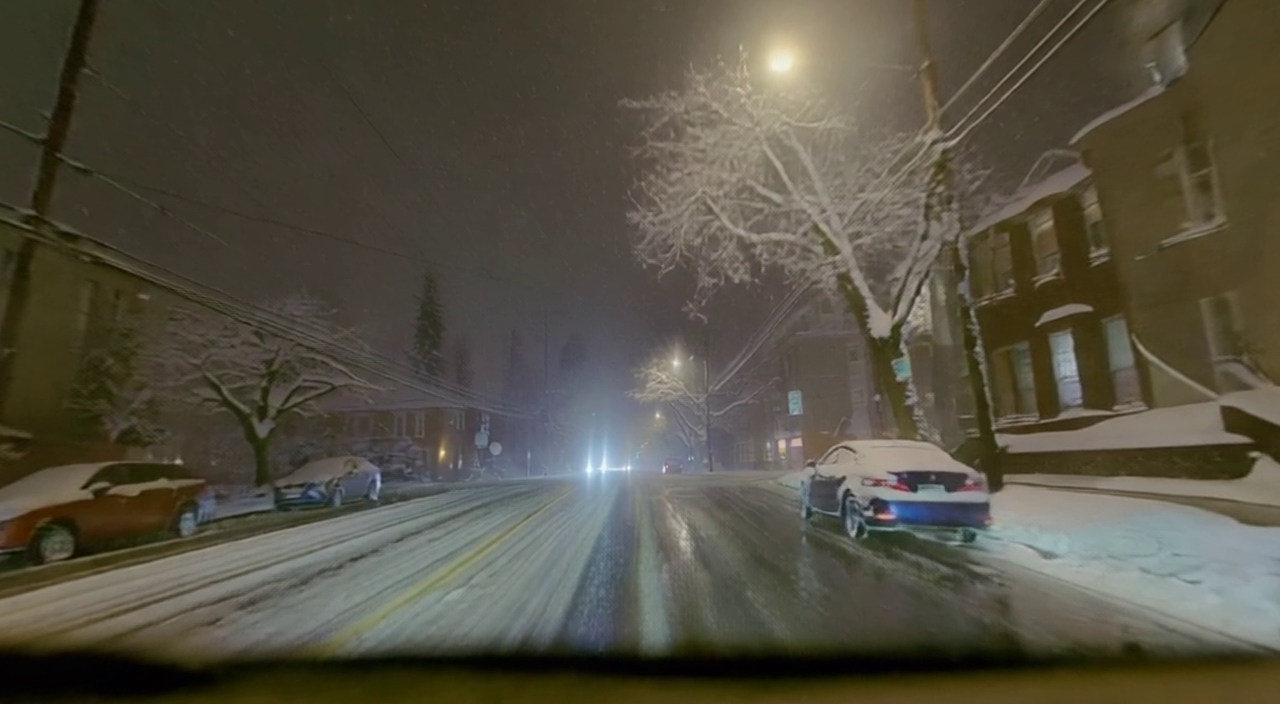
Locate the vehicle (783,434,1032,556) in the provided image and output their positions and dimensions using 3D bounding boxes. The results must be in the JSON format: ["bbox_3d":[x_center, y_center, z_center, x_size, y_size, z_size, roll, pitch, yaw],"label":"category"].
[{"bbox_3d":[3.814,2.115,10.145,1.946,1.468,4.721,0,-9,0],"label":"vehicle"}]

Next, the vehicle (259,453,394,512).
[{"bbox_3d":[-9.472,3.942,19.623,2.000,1.495,4.687,0,-9,-3],"label":"vehicle"}]

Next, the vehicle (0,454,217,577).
[{"bbox_3d":[-9.413,2.609,10.599,1.884,1.526,4.061,-5,-8,0],"label":"vehicle"}]
